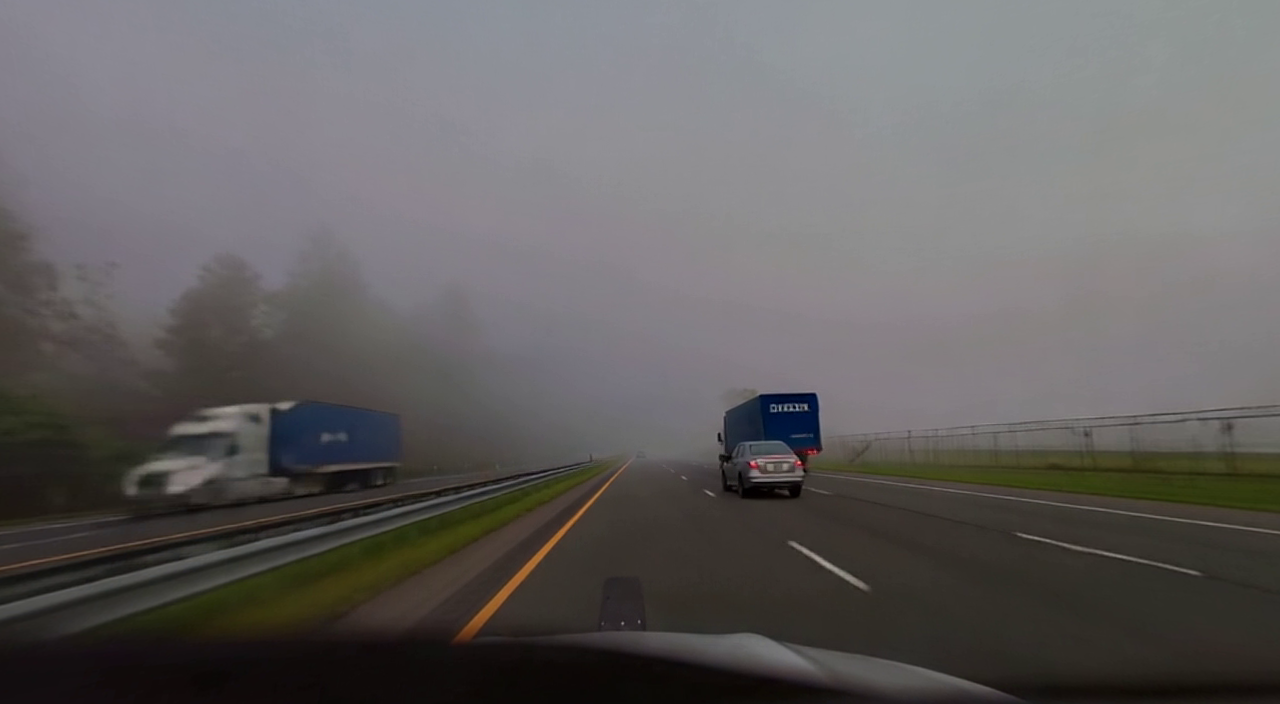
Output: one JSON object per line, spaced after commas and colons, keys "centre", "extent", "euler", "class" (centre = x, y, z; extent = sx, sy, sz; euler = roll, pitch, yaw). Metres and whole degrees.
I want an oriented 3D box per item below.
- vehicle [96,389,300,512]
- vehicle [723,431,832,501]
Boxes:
{"centre": [-15.362, 3.508, 22.613], "extent": [2.895, 3.760, 5.847], "euler": [0, -9, 0], "class": "vehicle"}
{"centre": [3.805, 3.249, 18.283], "extent": [2.093, 1.742, 4.167], "euler": [0, -9, -1], "class": "vehicle"}
